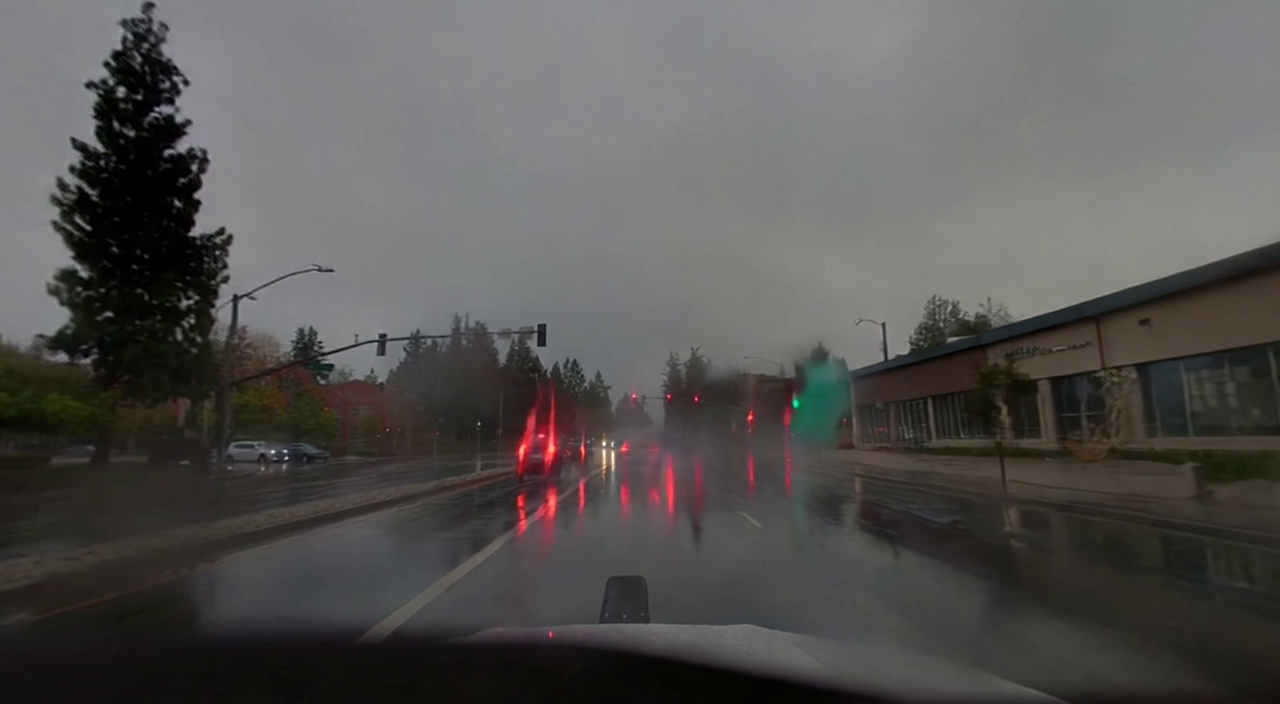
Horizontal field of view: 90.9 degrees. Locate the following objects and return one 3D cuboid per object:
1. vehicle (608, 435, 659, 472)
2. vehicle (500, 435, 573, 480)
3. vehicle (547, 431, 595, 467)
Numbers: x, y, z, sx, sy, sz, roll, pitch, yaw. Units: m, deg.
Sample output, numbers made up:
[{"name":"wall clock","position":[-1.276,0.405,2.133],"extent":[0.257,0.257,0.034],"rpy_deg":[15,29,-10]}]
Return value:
[{"name":"vehicle","position":[-0.286,4.424,27.623],"extent":[2.066,1.482,3.923],"rpy_deg":[0,-8,0]},{"name":"vehicle","position":[-3.722,3.877,23.430],"extent":[1.942,1.497,4.561],"rpy_deg":[0,-8,0]},{"name":"vehicle","position":[-3.614,5.207,33.907],"extent":[2.029,1.752,4.420],"rpy_deg":[0,-8,0]}]
